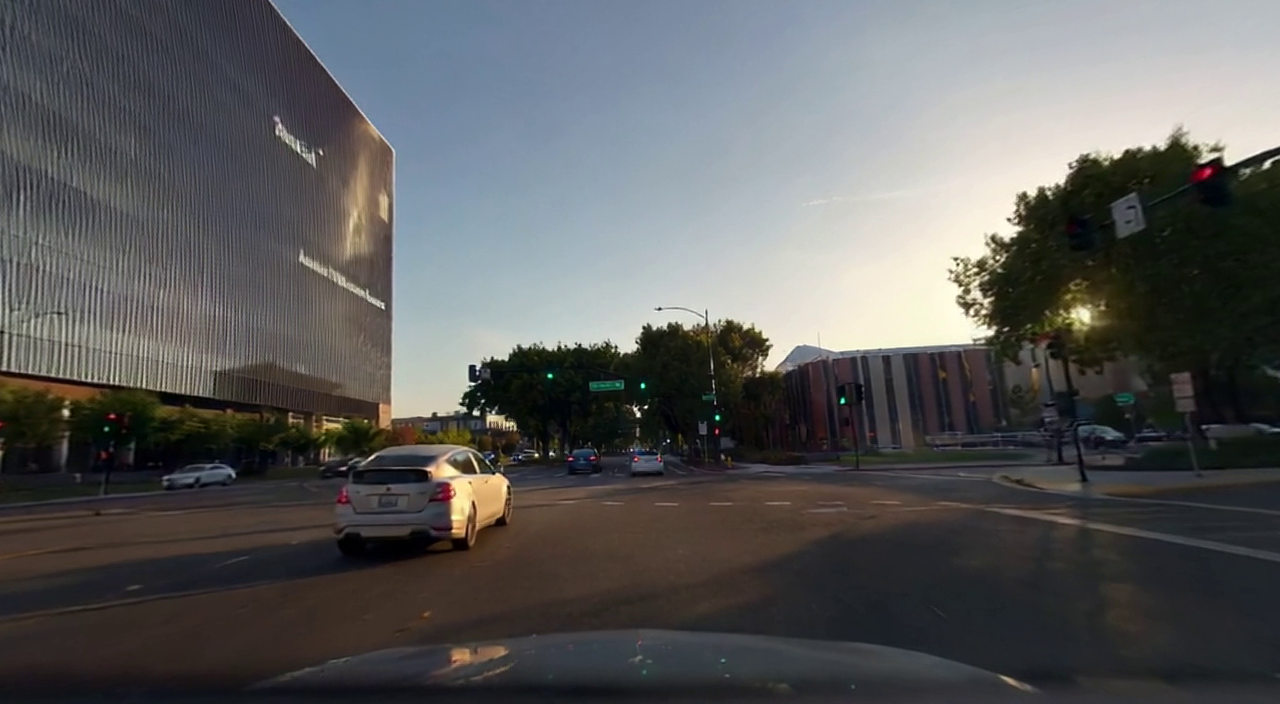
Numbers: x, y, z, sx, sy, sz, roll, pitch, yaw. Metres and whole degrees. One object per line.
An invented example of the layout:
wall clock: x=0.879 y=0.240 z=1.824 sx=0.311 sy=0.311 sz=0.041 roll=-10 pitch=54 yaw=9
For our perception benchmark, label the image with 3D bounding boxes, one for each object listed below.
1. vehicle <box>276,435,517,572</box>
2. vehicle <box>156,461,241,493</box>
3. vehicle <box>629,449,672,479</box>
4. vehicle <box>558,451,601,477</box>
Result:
vehicle: x=-3.169 y=2.033 z=9.206 sx=1.983 sy=1.545 sz=3.773 roll=0 pitch=-9 yaw=0
vehicle: x=-26.773 y=7.558 z=38.525 sx=1.902 sy=1.670 sz=4.607 roll=0 pitch=-9 yaw=0
vehicle: x=0.483 y=5.794 z=32.966 sx=2.102 sy=1.482 sz=4.125 roll=0 pitch=-9 yaw=0
vehicle: x=-3.515 y=6.569 z=37.390 sx=2.088 sy=1.430 sz=4.482 roll=0 pitch=-9 yaw=0
